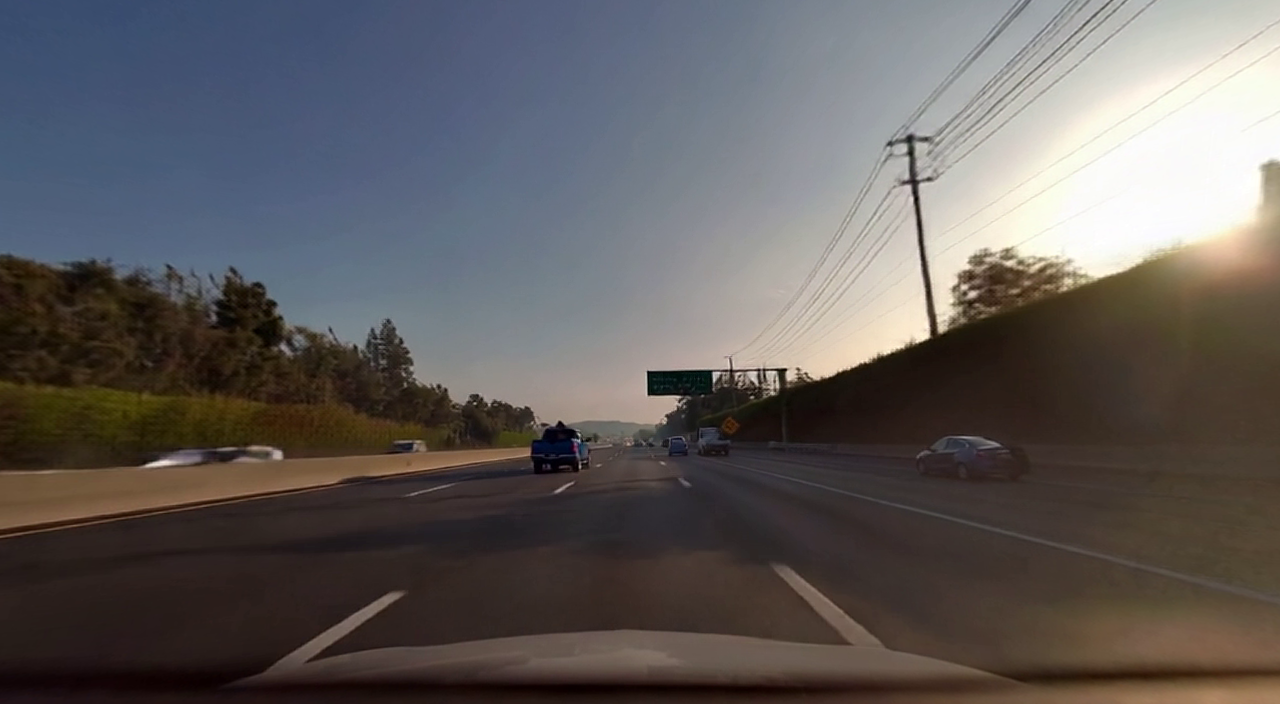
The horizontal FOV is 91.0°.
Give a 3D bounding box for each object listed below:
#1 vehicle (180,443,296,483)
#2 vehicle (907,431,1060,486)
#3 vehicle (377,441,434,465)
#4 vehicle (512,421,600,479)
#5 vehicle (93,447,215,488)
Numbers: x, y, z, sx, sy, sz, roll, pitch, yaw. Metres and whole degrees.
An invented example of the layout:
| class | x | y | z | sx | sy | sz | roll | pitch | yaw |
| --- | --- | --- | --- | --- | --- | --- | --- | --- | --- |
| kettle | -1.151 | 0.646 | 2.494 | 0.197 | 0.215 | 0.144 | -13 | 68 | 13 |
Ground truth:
| class | x | y | z | sx | sy | sz | roll | pitch | yaw |
| --- | --- | --- | --- | --- | --- | --- | --- | --- | --- |
| vehicle | -18.114 | 4.997 | 28.687 | 2.145 | 1.623 | 4.693 | 0 | -9 | 0 |
| vehicle | 10.396 | 3.256 | 19.560 | 2.076 | 1.470 | 4.644 | 0 | -9 | -1 |
| vehicle | -17.874 | 7.728 | 48.333 | 2.245 | 1.774 | 5.296 | 0 | -9 | 1 |
| vehicle | -3.159 | 3.930 | 25.294 | 2.508 | 2.023 | 6.176 | 0 | -9 | 2 |
| vehicle | -21.901 | 5.187 | 28.638 | 1.892 | 1.704 | 4.500 | 0 | -9 | 0 |
